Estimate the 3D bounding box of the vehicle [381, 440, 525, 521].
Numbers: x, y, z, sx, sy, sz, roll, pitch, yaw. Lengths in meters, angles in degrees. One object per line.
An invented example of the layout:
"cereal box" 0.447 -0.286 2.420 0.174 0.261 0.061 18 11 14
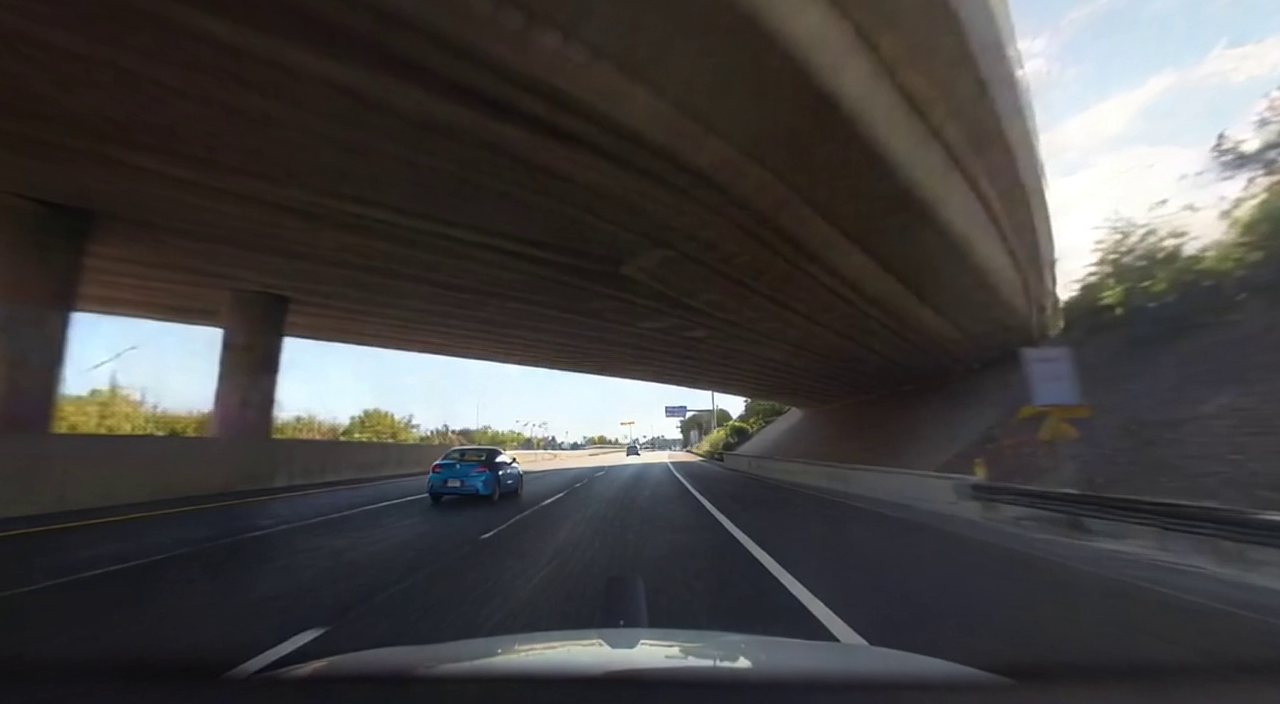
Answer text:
"vehicle" -3.882 2.719 13.850 1.928 1.504 3.745 0 -9 1
